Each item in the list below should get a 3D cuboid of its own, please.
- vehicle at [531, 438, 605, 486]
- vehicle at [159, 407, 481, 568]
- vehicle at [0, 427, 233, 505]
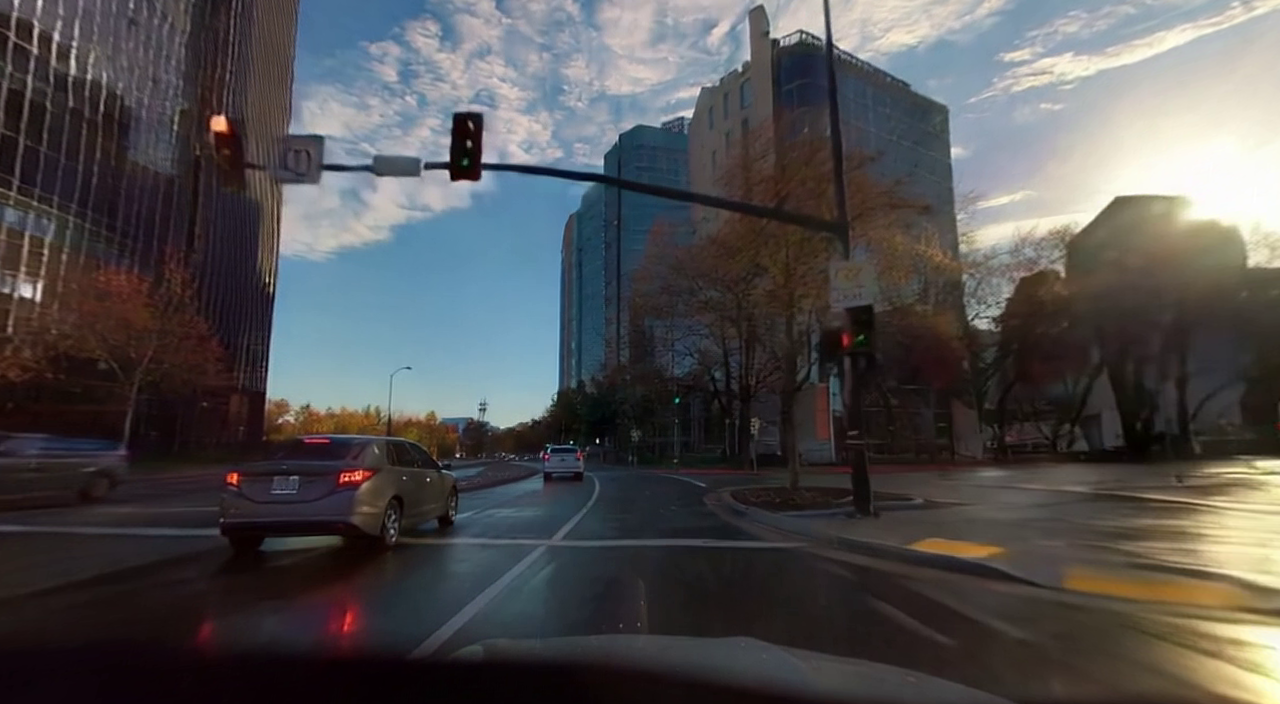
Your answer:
[{"bbox_3d":[-2.942,4.694,27.118,2.384,1.849,5.009,0,-9,3],"label":"vehicle"},{"bbox_3d":[-4.100,1.837,9.258,2.169,1.741,4.588,0,-9,2],"label":"vehicle"},{"bbox_3d":[-12.115,2.613,14.775,2.064,1.531,4.397,0,-9,1],"label":"vehicle"}]
